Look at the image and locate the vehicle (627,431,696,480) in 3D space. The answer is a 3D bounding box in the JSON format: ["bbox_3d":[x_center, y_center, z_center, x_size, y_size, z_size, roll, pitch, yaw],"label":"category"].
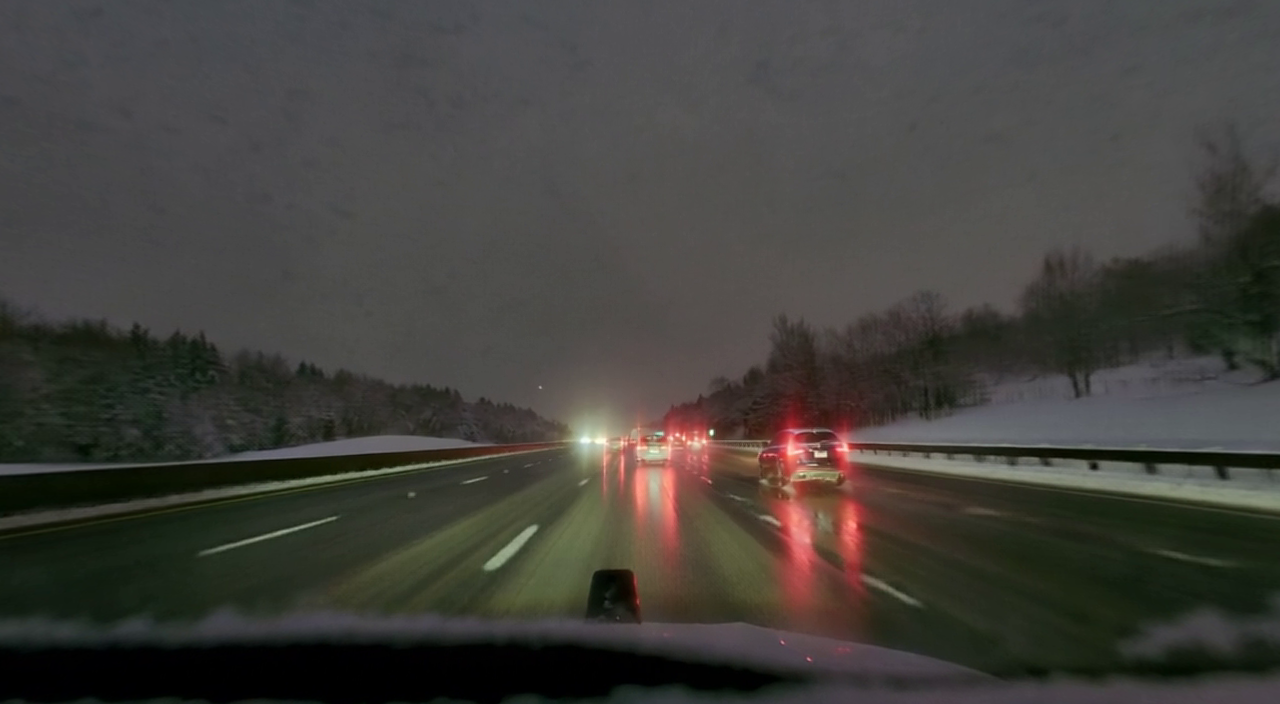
[{"bbox_3d":[0.592,3.373,20.873,2.046,1.467,3.844,0,-8,-2],"label":"vehicle"}]
